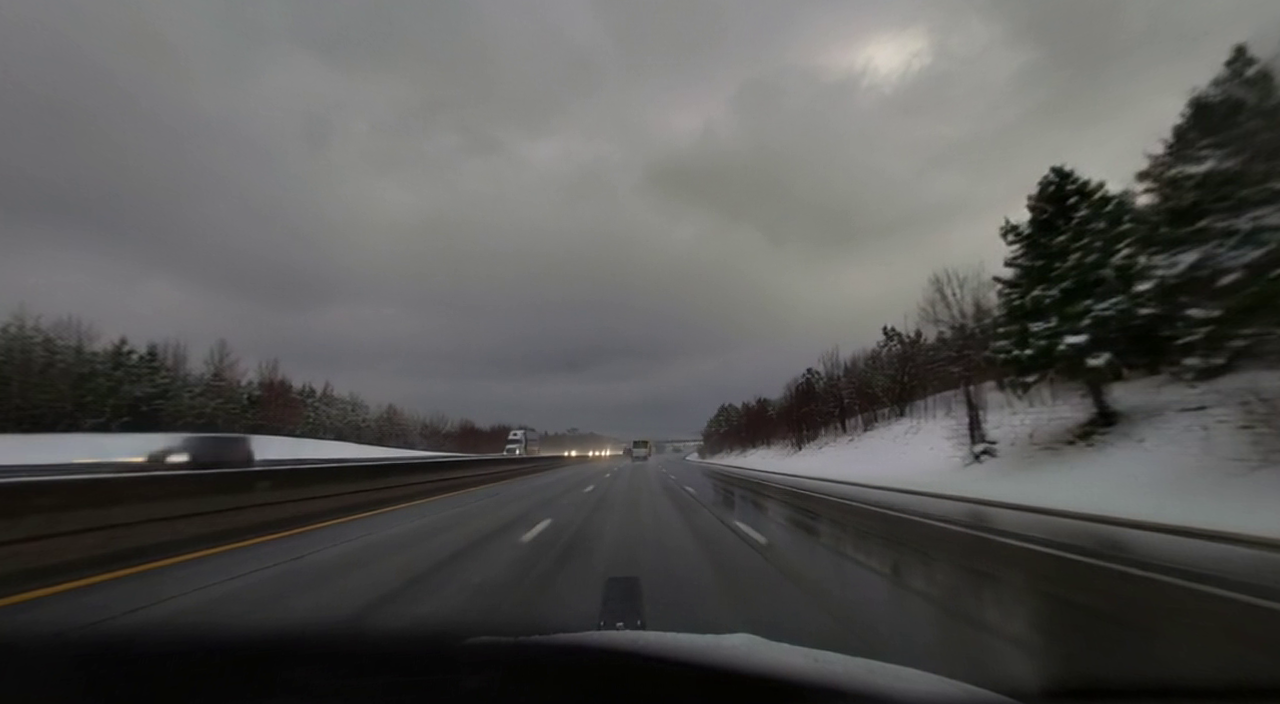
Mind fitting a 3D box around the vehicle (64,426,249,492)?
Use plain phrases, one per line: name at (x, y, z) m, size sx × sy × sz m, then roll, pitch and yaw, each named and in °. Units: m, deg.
vehicle at (-15.169, 3.408, 20.239) m, size 2.039 × 1.831 × 4.817 m, roll 0°, pitch -9°, yaw 0°
